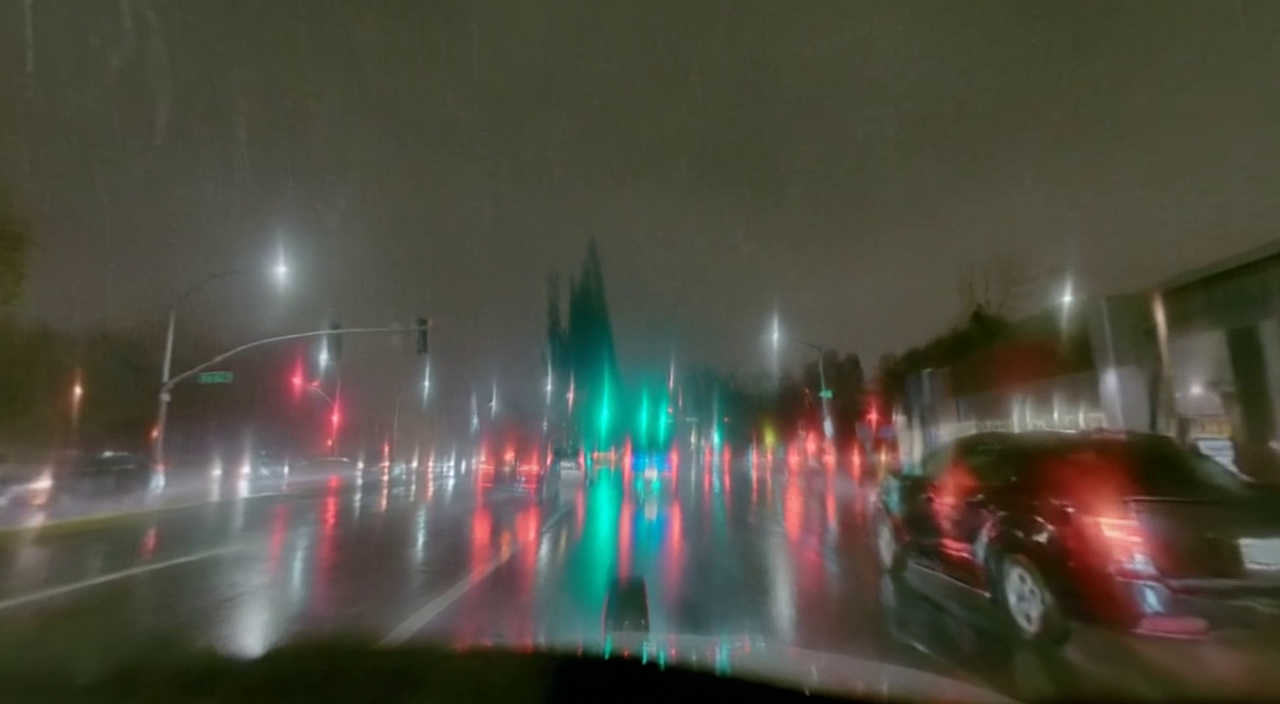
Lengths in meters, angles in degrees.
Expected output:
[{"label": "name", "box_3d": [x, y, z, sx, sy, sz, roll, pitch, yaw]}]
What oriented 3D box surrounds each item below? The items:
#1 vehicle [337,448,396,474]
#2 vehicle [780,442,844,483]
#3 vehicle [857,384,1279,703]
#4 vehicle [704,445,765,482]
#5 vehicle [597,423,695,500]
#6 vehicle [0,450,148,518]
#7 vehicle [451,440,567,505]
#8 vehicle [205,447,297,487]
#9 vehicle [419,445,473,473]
[{"label": "vehicle", "box_3d": [-18.476, 7.365, 42.803, 2.025, 1.625, 4.527, 0, -8, 0]}, {"label": "vehicle", "box_3d": [8.778, 5.636, 32.571, 2.126, 1.820, 4.521, 3, -8, 2]}, {"label": "vehicle", "box_3d": [3.399, 1.258, 4.890, 1.955, 1.628, 4.152, 0, -8, 0]}, {"label": "vehicle", "box_3d": [4.072, 4.875, 27.946, 1.968, 1.472, 4.456, 0, -8, 0]}, {"label": "vehicle", "box_3d": [0.125, 3.149, 18.564, 2.493, 1.934, 4.957, 0, -8, 0]}, {"label": "vehicle", "box_3d": [-15.230, 3.237, 15.884, 1.897, 1.461, 4.602, 0, -8, 1]}, {"label": "vehicle", "box_3d": [-3.259, 3.104, 16.704, 1.986, 1.465, 4.509, 0, -8, 2]}, {"label": "vehicle", "box_3d": [-17.816, 5.241, 29.120, 1.985, 1.642, 4.081, 1, -9, -6]}, {"label": "vehicle", "box_3d": [-12.362, 6.804, 40.436, 2.054, 1.662, 4.384, 0, -8, 0]}]
